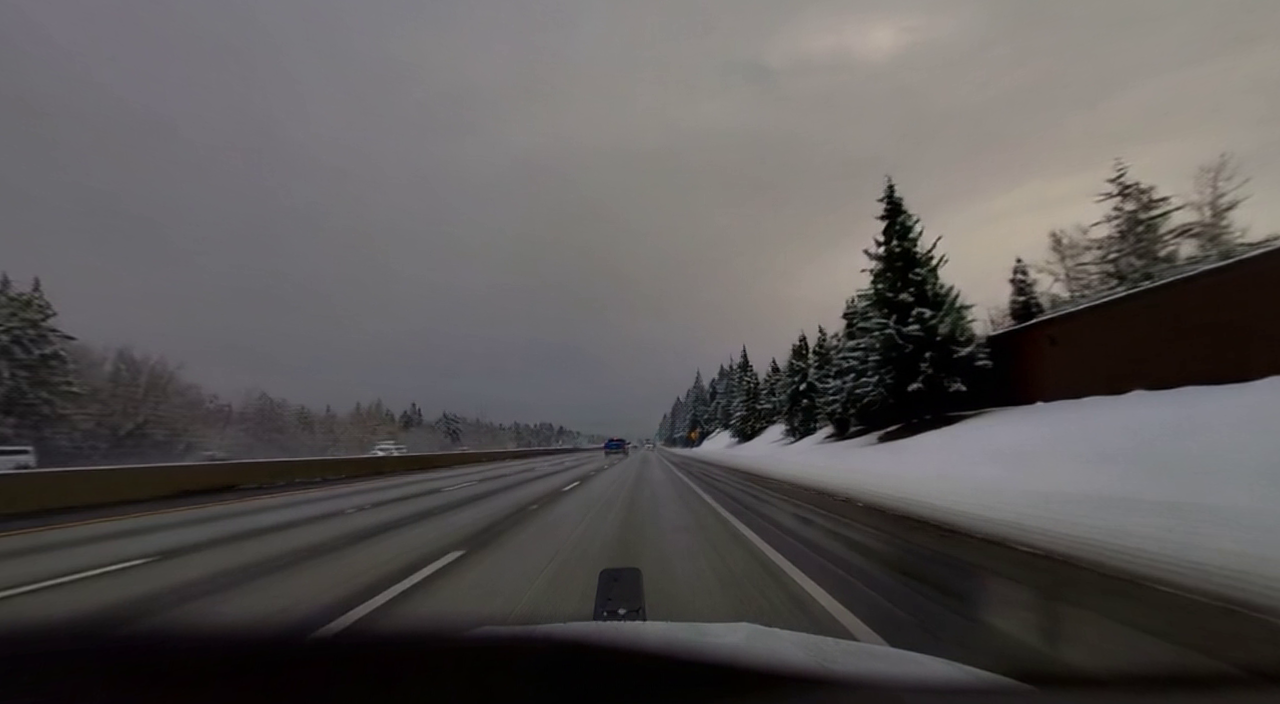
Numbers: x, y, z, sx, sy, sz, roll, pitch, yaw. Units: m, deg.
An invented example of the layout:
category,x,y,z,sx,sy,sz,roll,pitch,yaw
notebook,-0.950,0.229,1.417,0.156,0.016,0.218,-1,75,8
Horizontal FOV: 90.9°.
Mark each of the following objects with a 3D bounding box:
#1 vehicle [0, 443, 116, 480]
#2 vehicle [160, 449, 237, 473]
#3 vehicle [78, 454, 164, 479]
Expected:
category,x,y,z,sx,sy,sz,roll,pitch,yaw
vehicle,-36.645,6.847,39.916,2.373,2.163,5.150,0,-8,1
vehicle,-29.119,7.172,41.747,1.841,1.487,4.538,0,-8,0
vehicle,-33.209,7.309,40.481,1.831,1.431,4.333,0,-8,0
